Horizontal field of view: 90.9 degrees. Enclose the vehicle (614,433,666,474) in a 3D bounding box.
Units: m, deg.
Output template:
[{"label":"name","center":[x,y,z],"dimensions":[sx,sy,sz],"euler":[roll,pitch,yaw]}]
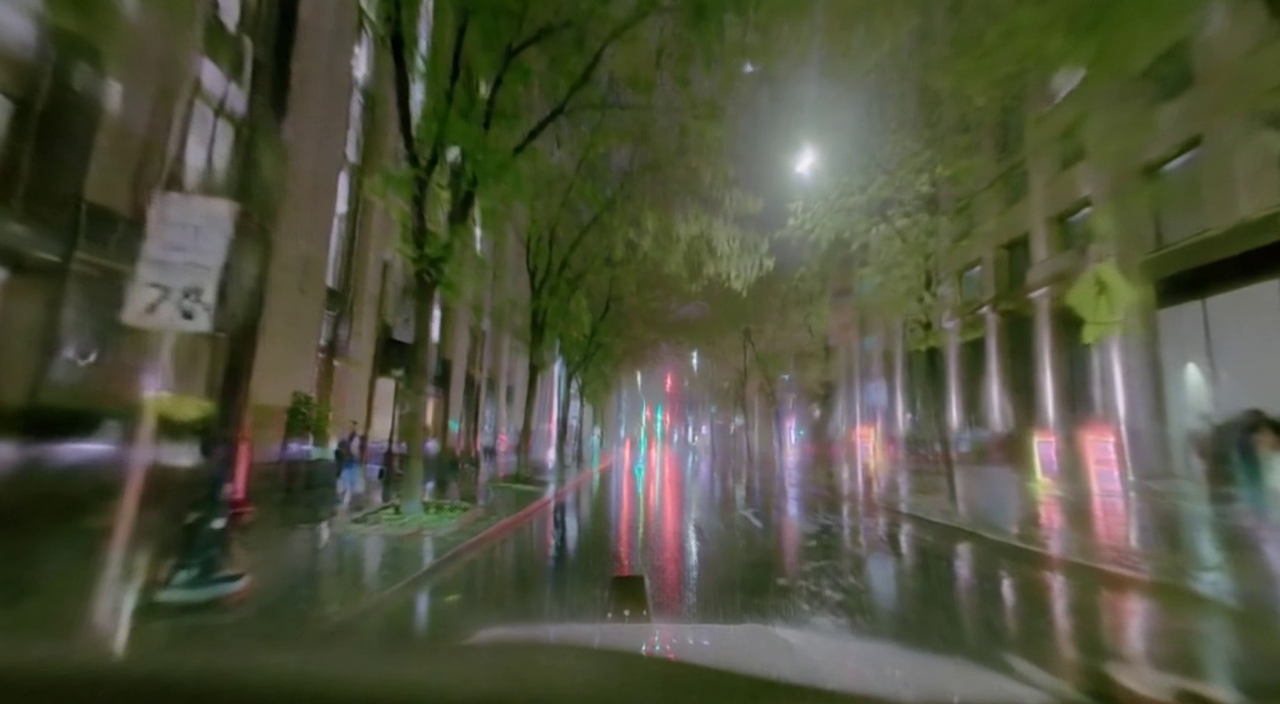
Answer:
[{"label":"vehicle","center":[-0.032,4.348,27.197],"dimensions":[2.079,1.621,3.861],"euler":[0,-8,-1]}]
